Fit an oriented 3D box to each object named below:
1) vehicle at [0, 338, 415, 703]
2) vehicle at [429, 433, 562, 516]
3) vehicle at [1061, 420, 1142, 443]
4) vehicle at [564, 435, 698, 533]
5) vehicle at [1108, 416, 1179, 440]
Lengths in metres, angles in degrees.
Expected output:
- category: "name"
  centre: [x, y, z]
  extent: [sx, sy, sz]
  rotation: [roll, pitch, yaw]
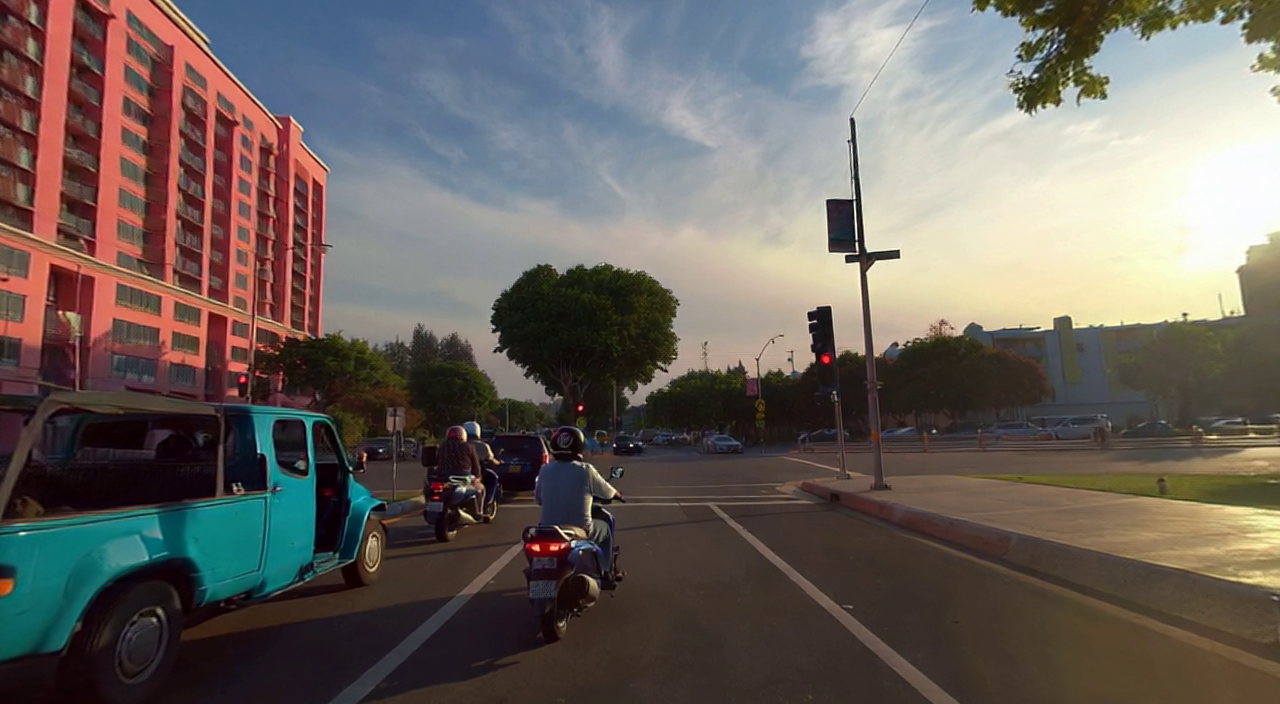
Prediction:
- category: "vehicle"
  centre: [-3.585, 1.175, 4.636]
  extent: [2.000, 1.809, 4.855]
  rotation: [0, -9, 1]
- category: "vehicle"
  centre: [-3.102, 2.715, 14.452]
  extent: [1.935, 1.615, 4.073]
  rotation: [-1, -9, 2]
- category: "vehicle"
  centre: [30.817, 5.339, 42.125]
  extent: [1.751, 1.420, 4.027]
  rotation: [8, -12, -43]
- category: "vehicle"
  centre: [-0.098, 2.303, 11.622]
  extent: [2.025, 1.458, 4.085]
  rotation: [-1, -9, 1]
- category: "vehicle"
  centre: [37.016, 5.629, 46.345]
  extent: [1.716, 1.543, 3.682]
  rotation: [8, -12, -41]
